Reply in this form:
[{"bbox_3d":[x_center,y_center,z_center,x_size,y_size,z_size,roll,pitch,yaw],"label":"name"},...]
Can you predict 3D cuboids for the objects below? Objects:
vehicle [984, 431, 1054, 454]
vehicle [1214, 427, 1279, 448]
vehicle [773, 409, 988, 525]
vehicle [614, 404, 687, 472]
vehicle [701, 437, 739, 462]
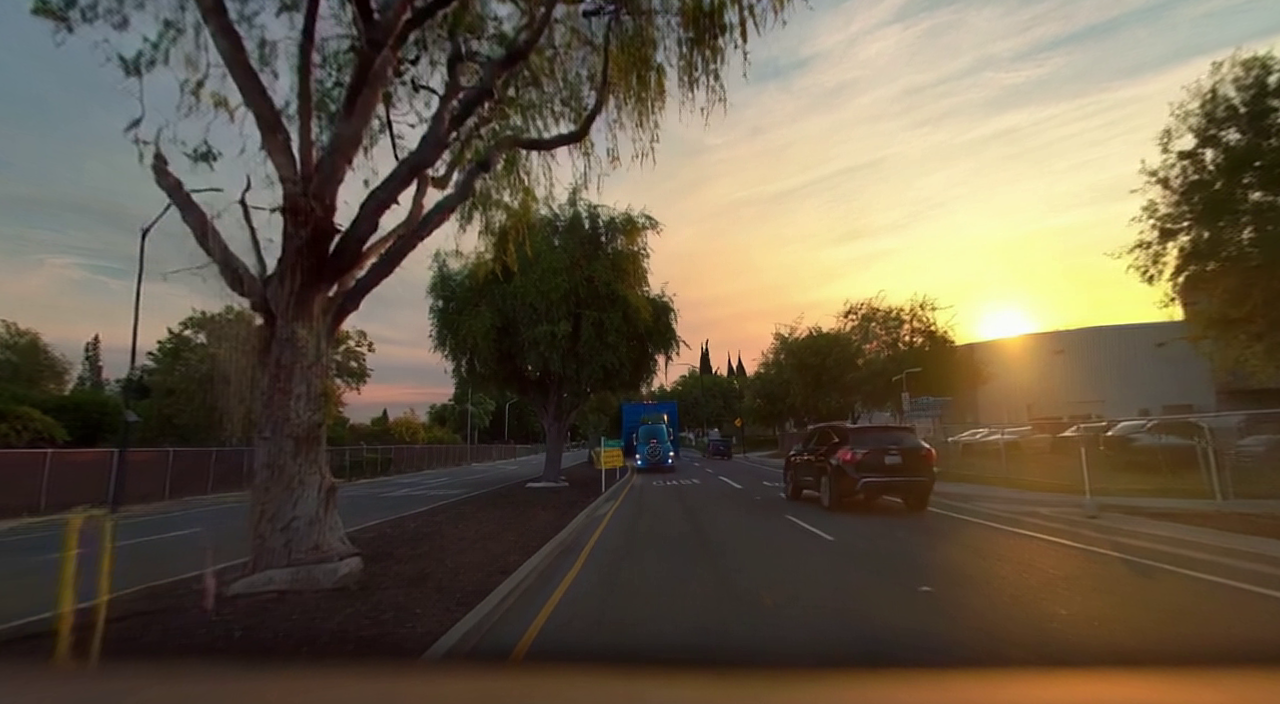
[{"bbox_3d":[23.244,5.549,38.754,3.251,1.321,1.555,-1,-8,0],"label":"vehicle"},{"bbox_3d":[44.756,6.298,46.520,1.664,1.434,3.771,-3,-8,11],"label":"vehicle"},{"bbox_3d":[4.438,2.221,12.807,2.375,1.857,5.100,0,-8,1],"label":"vehicle"},{"bbox_3d":[0.575,4.274,31.231,3.197,2.963,7.055,0,-8,2],"label":"vehicle"},{"bbox_3d":[5.548,6.824,44.425,2.076,1.661,4.524,0,-8,0],"label":"vehicle"}]
